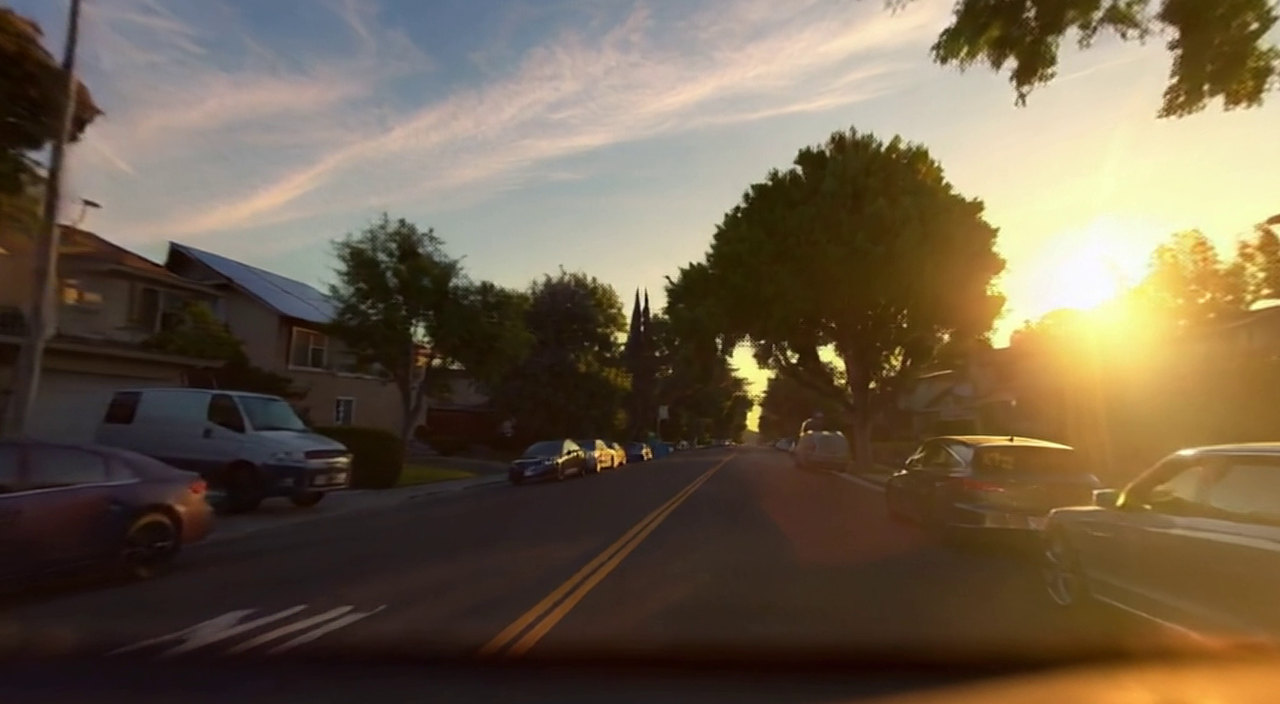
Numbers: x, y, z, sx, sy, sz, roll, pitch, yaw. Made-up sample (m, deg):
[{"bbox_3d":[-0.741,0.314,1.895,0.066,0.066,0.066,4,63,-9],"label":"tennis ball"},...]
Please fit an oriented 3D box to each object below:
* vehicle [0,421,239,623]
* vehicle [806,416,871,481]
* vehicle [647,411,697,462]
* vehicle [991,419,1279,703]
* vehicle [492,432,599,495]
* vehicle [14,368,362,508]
[{"bbox_3d":[-5.547,1.260,4.499,1.848,1.406,4.601,-3,-6,10],"label":"vehicle"},{"bbox_3d":[8.484,4.131,27.330,2.215,2.542,4.550,-1,-8,12],"label":"vehicle"},{"bbox_3d":[2.651,6.643,49.508,2.896,3.648,8.004,-1,-8,10],"label":"vehicle"},{"bbox_3d":[3.755,1.101,3.208,1.969,1.478,4.632,-1,-8,10],"label":"vehicle"},{"bbox_3d":[-2.785,3.389,19.759,1.901,1.472,4.676,-5,-6,9],"label":"vehicle"},{"bbox_3d":[-8.595,1.656,12.323,5.210,2.370,2.336,-1,-7,9],"label":"vehicle"}]
